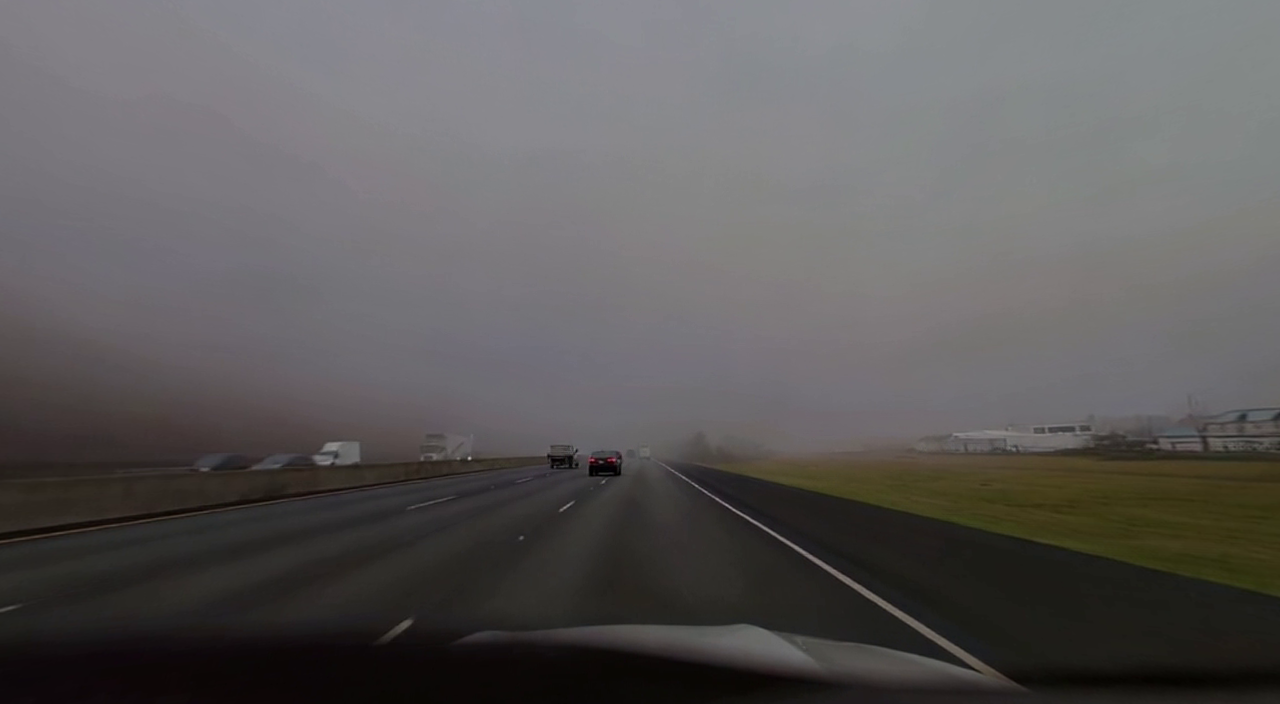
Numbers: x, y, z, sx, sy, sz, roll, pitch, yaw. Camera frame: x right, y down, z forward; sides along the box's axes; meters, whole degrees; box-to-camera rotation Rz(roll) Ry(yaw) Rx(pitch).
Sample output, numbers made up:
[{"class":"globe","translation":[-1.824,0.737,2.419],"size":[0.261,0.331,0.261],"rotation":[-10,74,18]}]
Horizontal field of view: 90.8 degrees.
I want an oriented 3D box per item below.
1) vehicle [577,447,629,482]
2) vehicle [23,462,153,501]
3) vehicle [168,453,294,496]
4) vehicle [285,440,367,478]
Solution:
[{"class":"vehicle","translation":[-1.658,5.279,29.781],"size":[2.110,1.500,4.259],"rotation":[0,-9,1]},{"class":"vehicle","translation":[-22.984,5.371,26.515],"size":[1.729,1.410,4.183],"rotation":[0,-9,-1]},{"class":"vehicle","translation":[-15.207,4.532,23.780],"size":[1.889,1.449,4.242],"rotation":[0,-9,0]},{"class":"vehicle","translation":[-18.837,6.444,38.165],"size":[2.177,2.067,5.288],"rotation":[0,-9,0]}]
